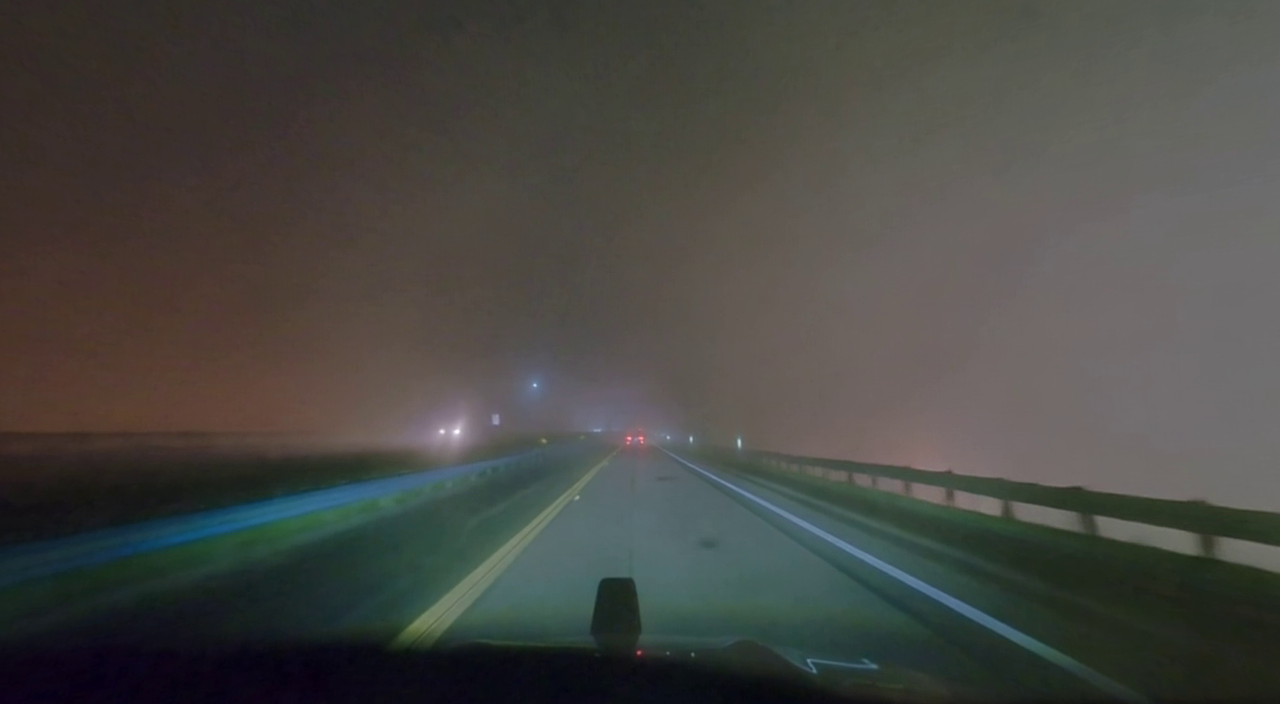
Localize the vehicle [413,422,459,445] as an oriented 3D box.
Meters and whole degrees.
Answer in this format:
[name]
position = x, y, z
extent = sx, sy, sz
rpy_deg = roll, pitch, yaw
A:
[vehicle]
position = -15.797, 6.367, 48.921
extent = 1.969, 1.645, 4.421
rpy_deg = 1, -8, 2
